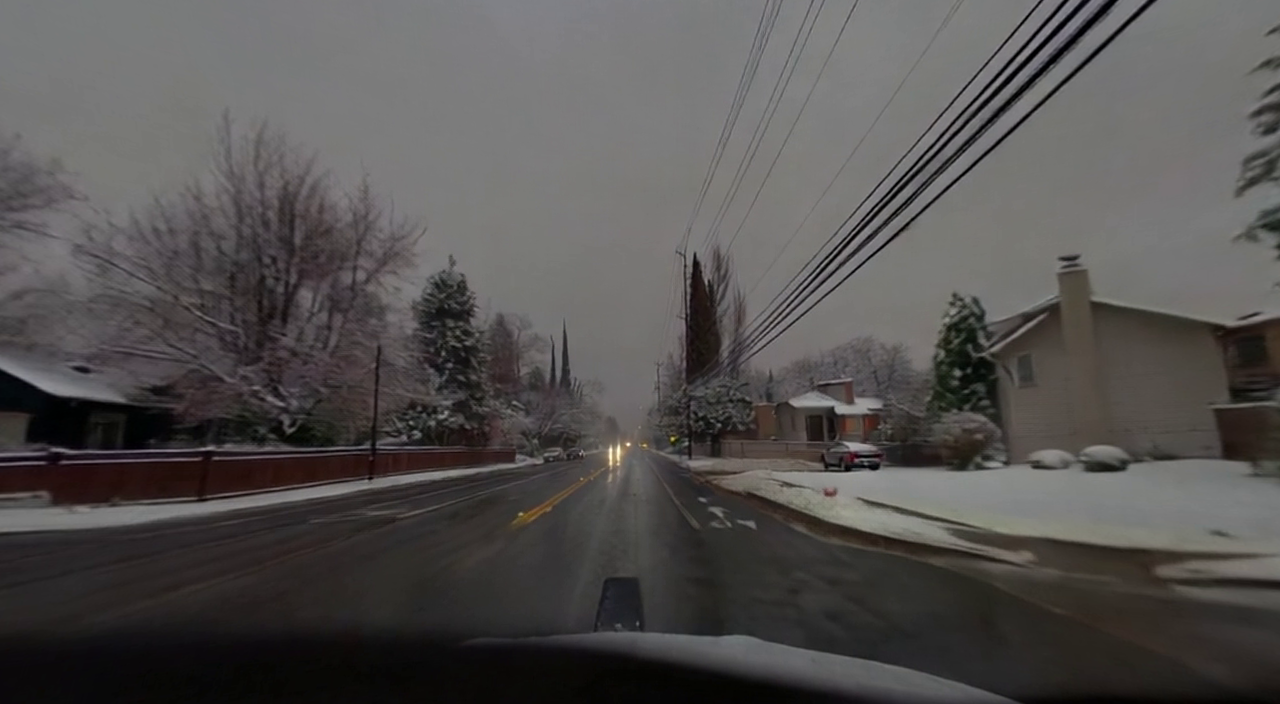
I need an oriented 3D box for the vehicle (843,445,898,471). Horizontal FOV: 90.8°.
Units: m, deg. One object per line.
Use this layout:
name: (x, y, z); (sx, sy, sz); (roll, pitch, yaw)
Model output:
vehicle: (14.640, 6.749, 40.391); (1.810, 1.470, 4.551); (1, -8, 0)
